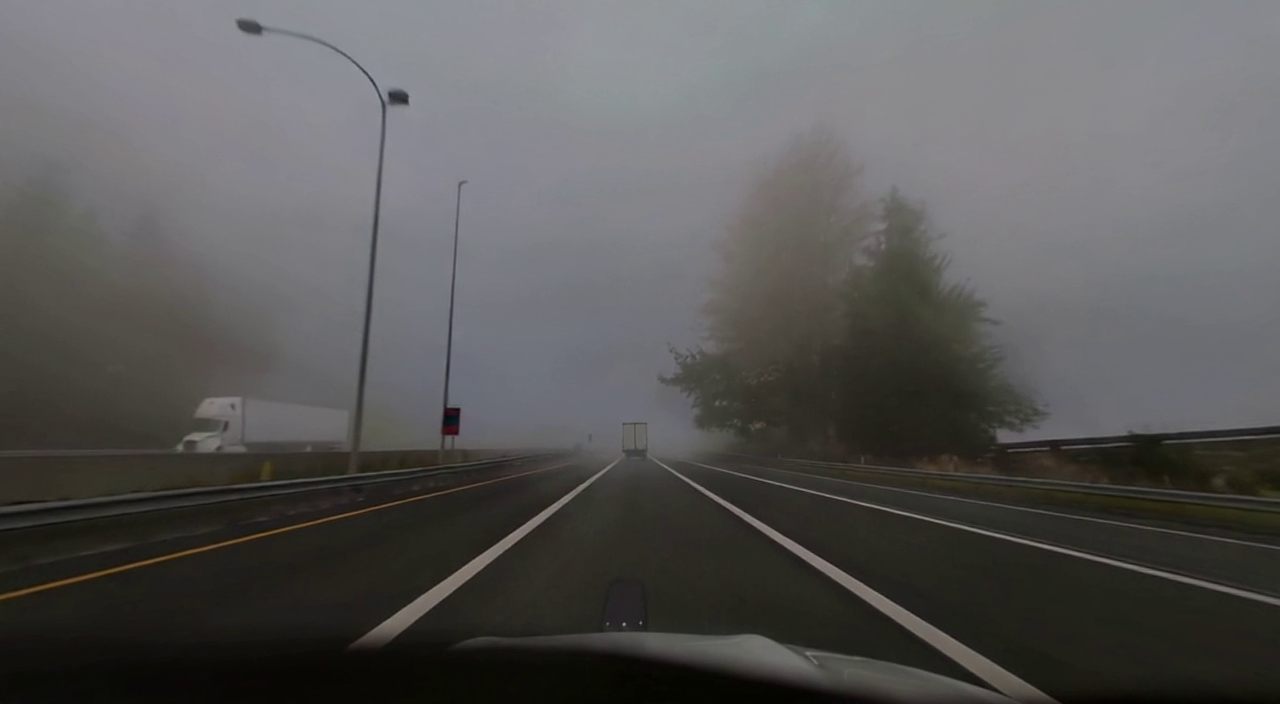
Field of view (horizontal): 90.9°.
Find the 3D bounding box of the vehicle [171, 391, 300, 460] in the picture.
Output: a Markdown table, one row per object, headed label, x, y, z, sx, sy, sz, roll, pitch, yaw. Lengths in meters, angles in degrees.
| label | x | y | z | sx | sy | sz | roll | pitch | yaw |
| --- | --- | --- | --- | --- | --- | --- | --- | --- | --- |
| vehicle | -24.043 | 4.563 | 38.021 | 2.766 | 3.715 | 7.293 | 0 | -9 | 0 |
